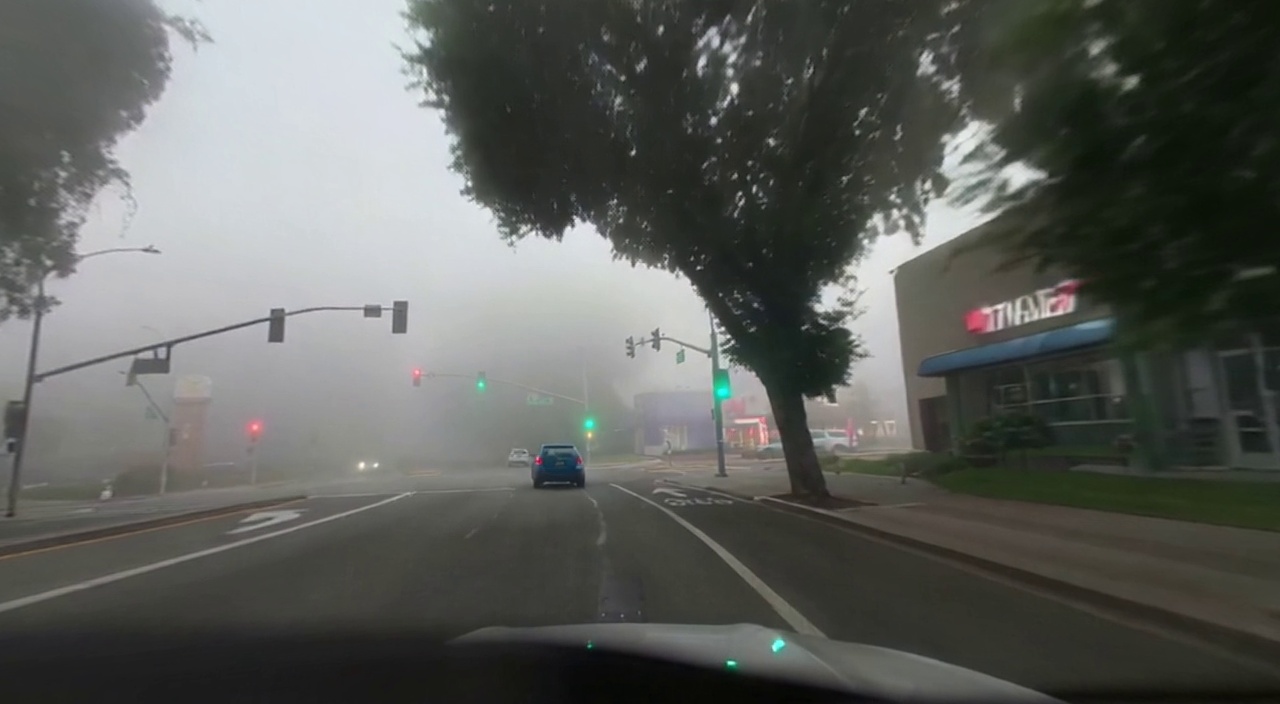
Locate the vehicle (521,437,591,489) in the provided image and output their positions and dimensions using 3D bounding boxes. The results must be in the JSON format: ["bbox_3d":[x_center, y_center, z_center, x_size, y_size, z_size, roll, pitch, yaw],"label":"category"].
[{"bbox_3d":[-3.199,4.069,23.417,2.227,1.733,3.930,2,-9,-12],"label":"vehicle"}]

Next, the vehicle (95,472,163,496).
[{"bbox_3d":[-37.740,9.763,46.774,2.004,1.479,4.230,2,-9,-10],"label":"vehicle"}]
